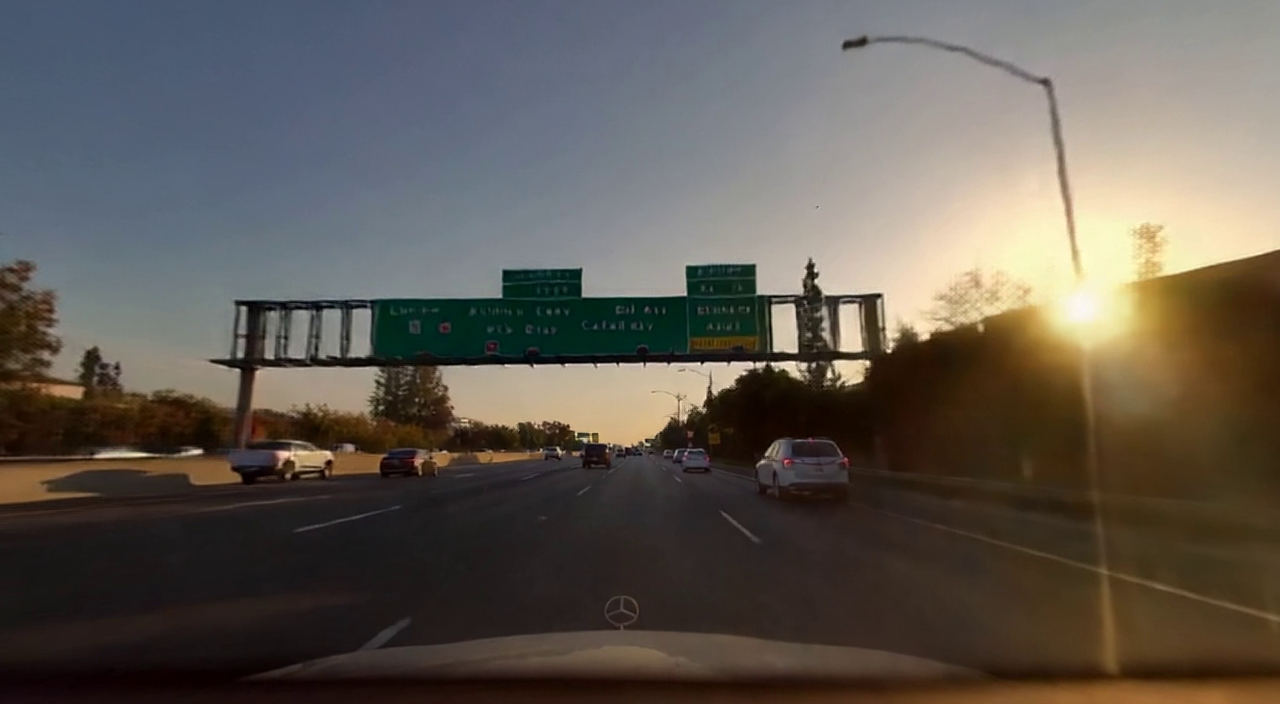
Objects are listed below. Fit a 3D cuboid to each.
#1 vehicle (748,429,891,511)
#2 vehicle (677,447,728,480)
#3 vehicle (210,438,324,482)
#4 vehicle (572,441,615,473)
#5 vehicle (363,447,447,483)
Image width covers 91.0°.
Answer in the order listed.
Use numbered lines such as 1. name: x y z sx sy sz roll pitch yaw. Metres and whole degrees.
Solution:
1. vehicle: 4.321 2.939 16.178 2.218 1.776 4.807 0 -9 0
2. vehicle: 3.051 5.536 31.520 2.126 1.529 4.438 0 -9 1
3. vehicle: -16.858 4.882 28.858 2.181 1.819 4.830 0 -9 1
4. vehicle: -2.967 6.866 41.383 2.449 1.929 5.503 0 -9 0
5. vehicle: -10.461 5.061 28.473 1.974 1.472 4.684 0 -9 0
